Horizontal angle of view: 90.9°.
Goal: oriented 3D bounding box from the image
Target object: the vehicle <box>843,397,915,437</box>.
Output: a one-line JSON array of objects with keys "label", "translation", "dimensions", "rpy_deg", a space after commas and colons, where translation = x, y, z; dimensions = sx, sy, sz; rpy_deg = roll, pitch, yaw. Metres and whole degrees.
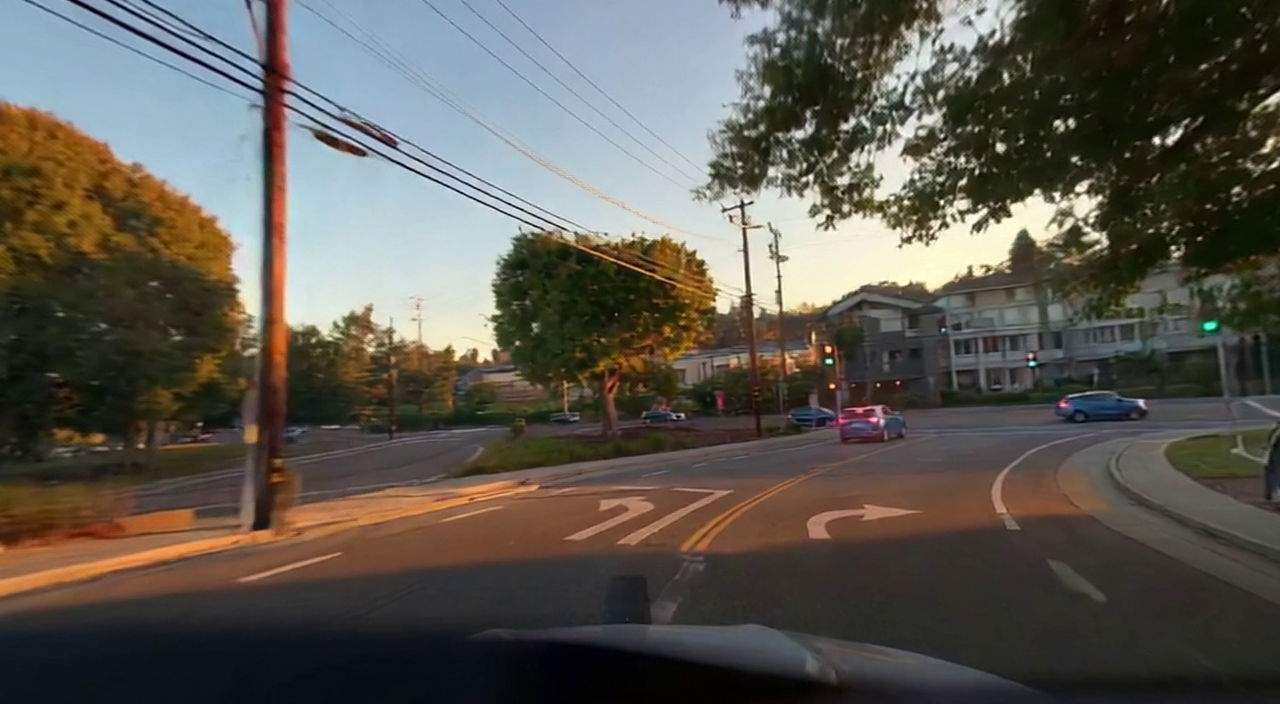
[{"label": "vehicle", "translation": [11.858, 3.274, 31.088], "dimensions": [1.928, 1.726, 4.704], "rpy_deg": [-6, -10, 37]}]

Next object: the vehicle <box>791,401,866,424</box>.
[{"label": "vehicle", "translation": [13.542, 4.387, 45.429], "dimensions": [4.757, 1.442, 1.858], "rpy_deg": [-6, -6, 37]}]

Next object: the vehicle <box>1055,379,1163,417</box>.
[{"label": "vehicle", "translation": [26.512, 2.636, 35.772], "dimensions": [4.636, 1.668, 1.935], "rpy_deg": [-9, -6, 37]}]
